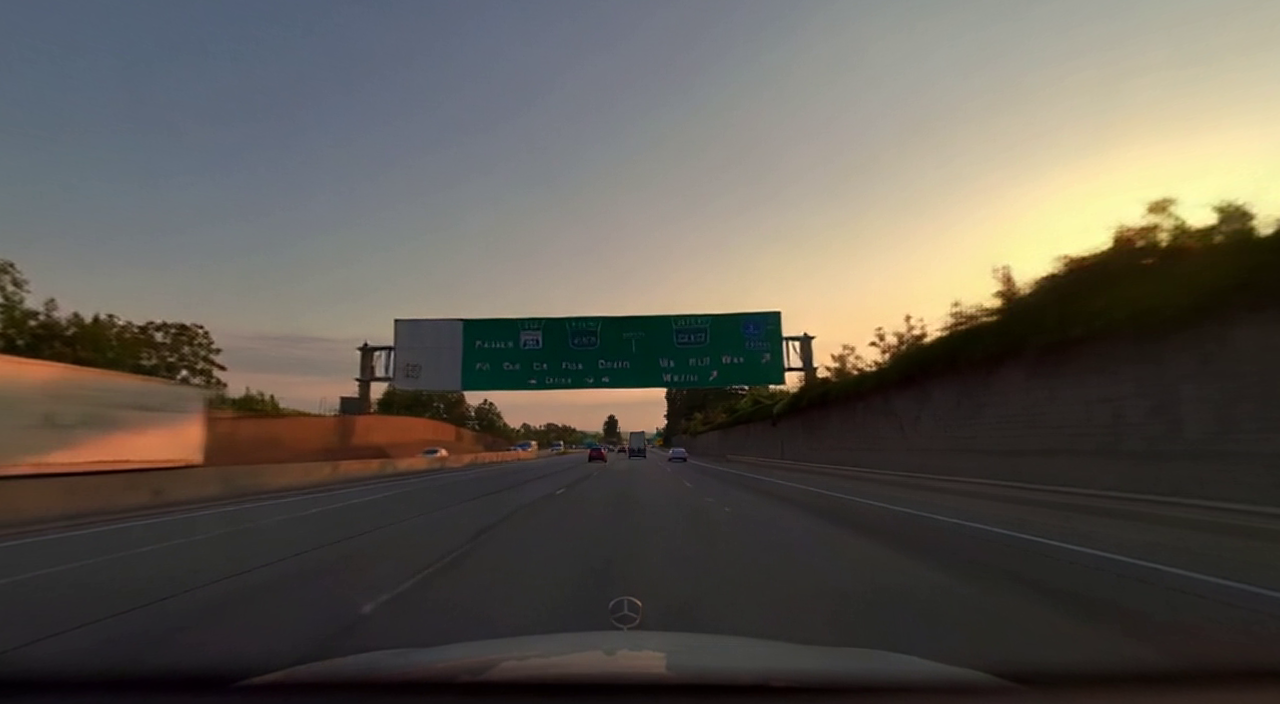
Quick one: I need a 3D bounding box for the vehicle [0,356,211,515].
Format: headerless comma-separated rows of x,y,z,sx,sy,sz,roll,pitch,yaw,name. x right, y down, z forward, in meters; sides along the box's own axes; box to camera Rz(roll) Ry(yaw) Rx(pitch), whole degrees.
-17.748,2.206,16.547,2.932,3.996,14.452,0,-9,0,vehicle
